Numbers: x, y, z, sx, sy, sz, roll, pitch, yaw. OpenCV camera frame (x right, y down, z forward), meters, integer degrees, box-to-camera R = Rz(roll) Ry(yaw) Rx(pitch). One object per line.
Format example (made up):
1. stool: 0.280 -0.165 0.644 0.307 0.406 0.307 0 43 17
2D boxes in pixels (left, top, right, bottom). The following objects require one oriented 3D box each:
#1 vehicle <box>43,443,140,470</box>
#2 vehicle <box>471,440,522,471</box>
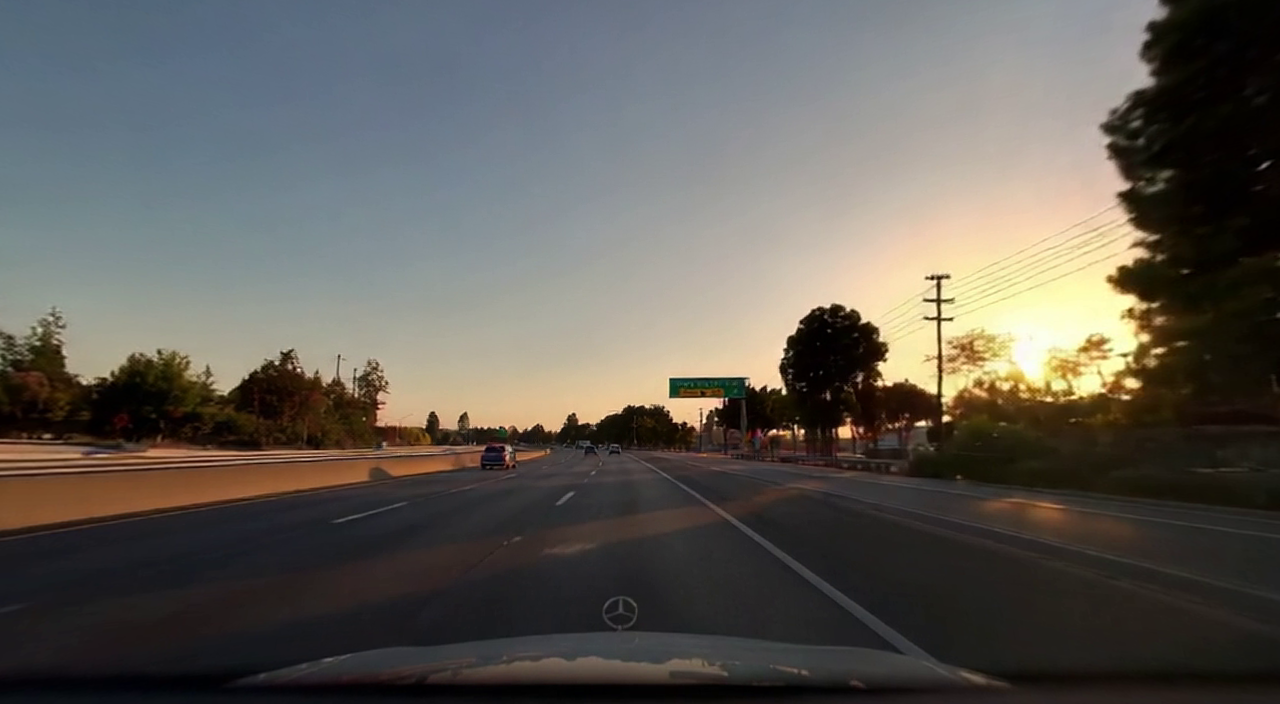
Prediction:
1. vehicle: -33.014 6.280 38.228 1.885 1.523 4.492 0 -8 -2
2. vehicle: -8.379 6.081 37.249 2.053 1.682 4.423 0 -8 -1
